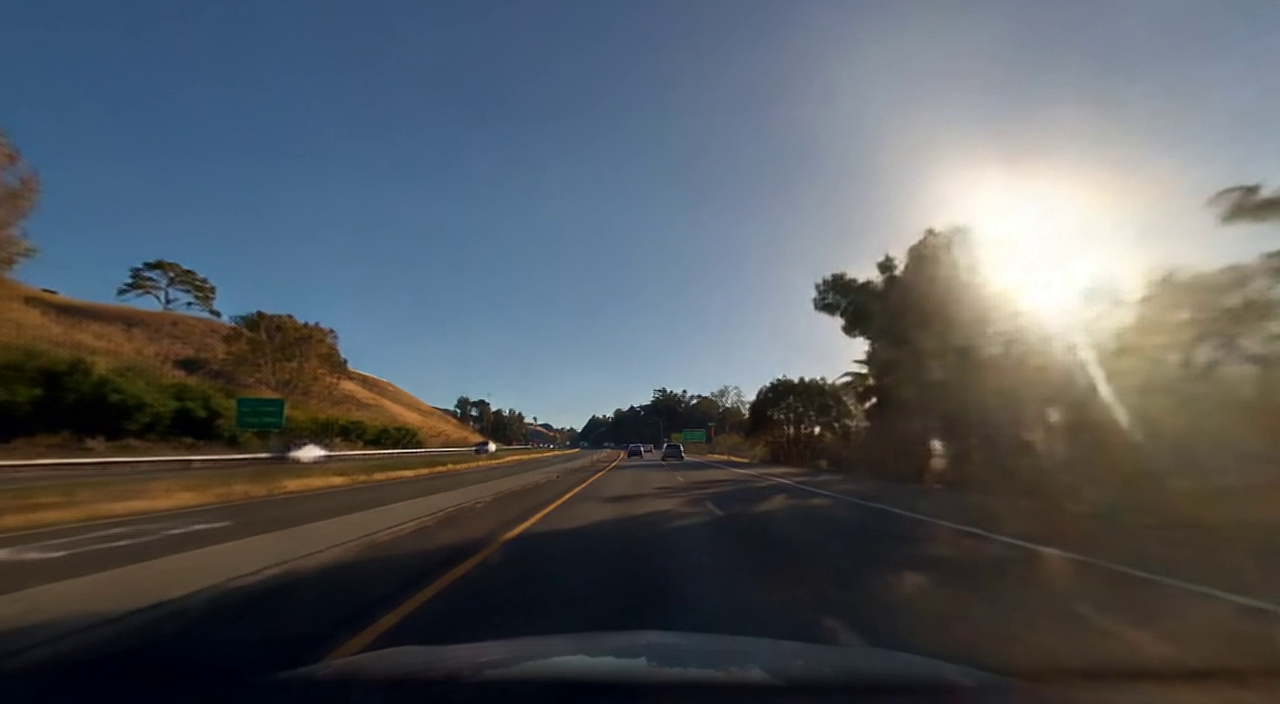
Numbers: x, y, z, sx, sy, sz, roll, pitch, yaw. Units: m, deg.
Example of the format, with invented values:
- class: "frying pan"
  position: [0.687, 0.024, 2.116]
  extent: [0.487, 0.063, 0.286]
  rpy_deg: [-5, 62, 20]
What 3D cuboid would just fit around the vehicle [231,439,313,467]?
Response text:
- class: "vehicle"
  position: [-20.326, 5.612, 35.057]
  extent: [1.791, 1.436, 4.446]
  rpy_deg: [0, -8, 1]
